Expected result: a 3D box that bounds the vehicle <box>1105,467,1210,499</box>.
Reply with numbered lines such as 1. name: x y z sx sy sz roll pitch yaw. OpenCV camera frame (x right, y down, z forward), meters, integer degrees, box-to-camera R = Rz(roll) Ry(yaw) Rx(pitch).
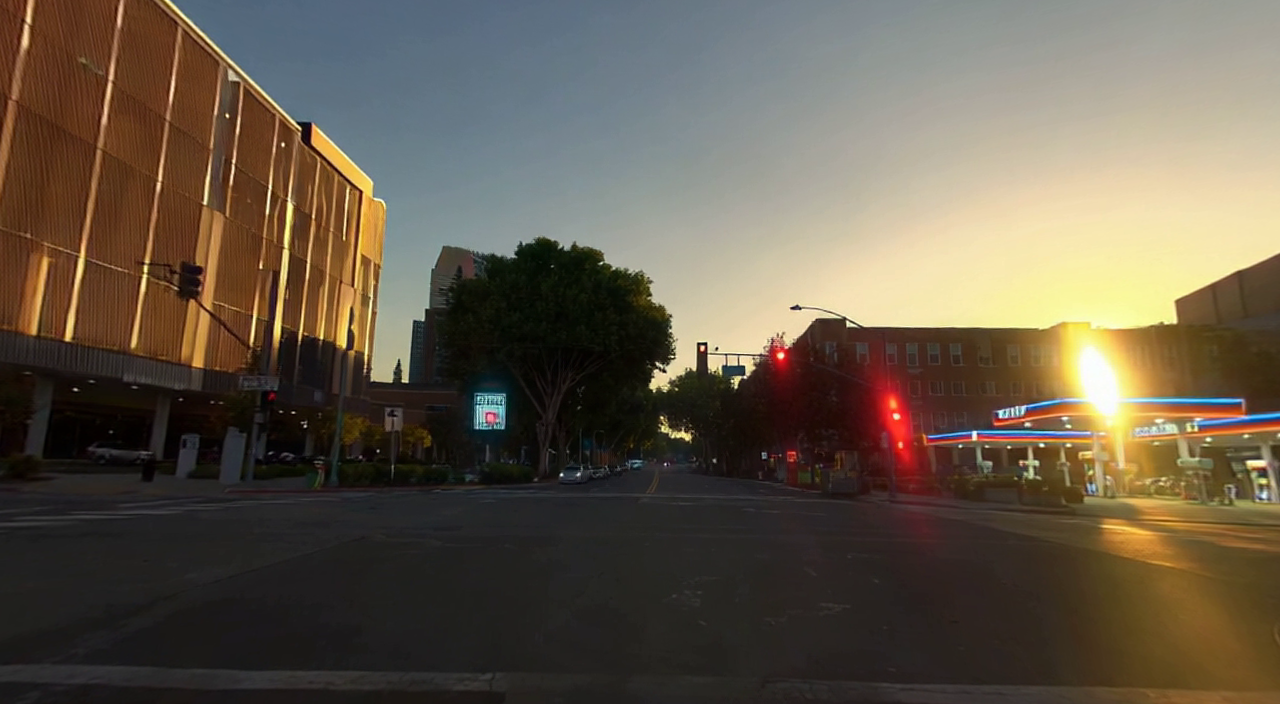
1. vehicle: 28.022 7.066 34.349 1.897 1.466 4.211 1 -8 -6
